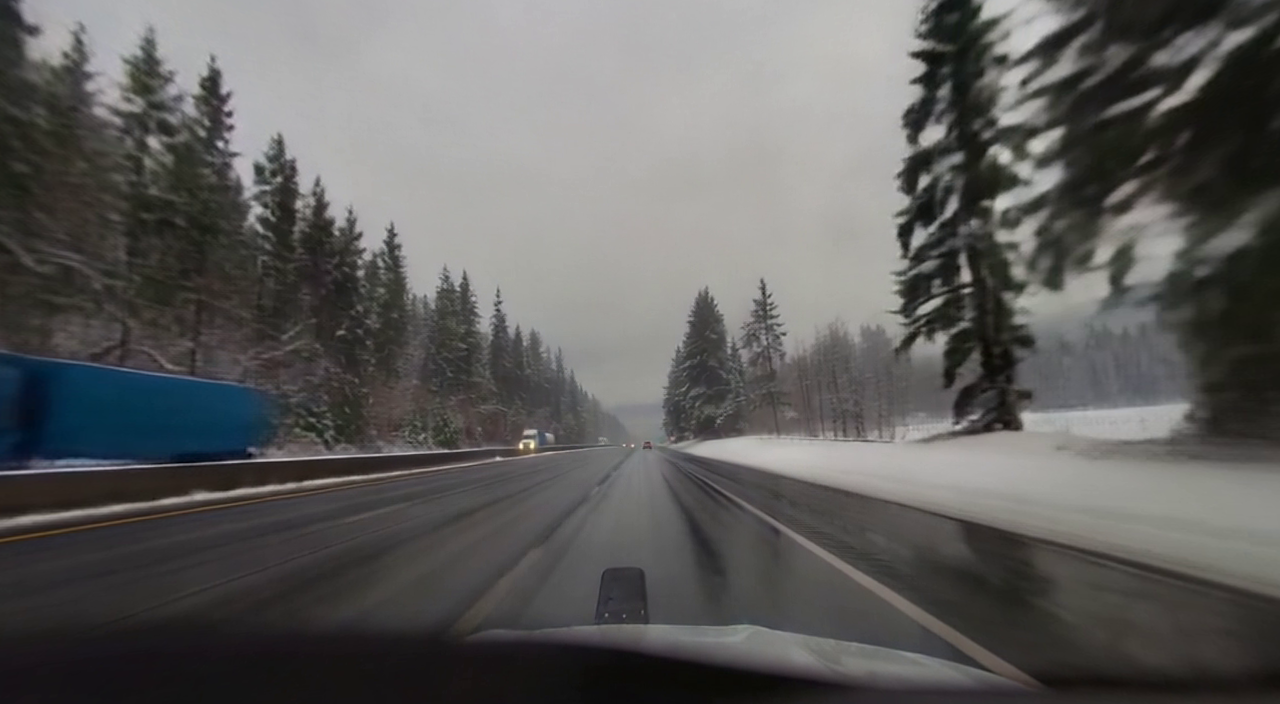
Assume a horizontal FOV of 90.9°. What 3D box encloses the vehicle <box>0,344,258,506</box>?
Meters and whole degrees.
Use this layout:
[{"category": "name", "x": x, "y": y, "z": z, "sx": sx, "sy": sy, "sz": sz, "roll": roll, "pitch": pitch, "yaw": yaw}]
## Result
[{"category": "vehicle", "x": -17.226, "y": 2.469, "z": 20.087, "sx": 2.939, "sy": 3.962, "sz": 11.102, "roll": 0, "pitch": -8, "yaw": 1}]
